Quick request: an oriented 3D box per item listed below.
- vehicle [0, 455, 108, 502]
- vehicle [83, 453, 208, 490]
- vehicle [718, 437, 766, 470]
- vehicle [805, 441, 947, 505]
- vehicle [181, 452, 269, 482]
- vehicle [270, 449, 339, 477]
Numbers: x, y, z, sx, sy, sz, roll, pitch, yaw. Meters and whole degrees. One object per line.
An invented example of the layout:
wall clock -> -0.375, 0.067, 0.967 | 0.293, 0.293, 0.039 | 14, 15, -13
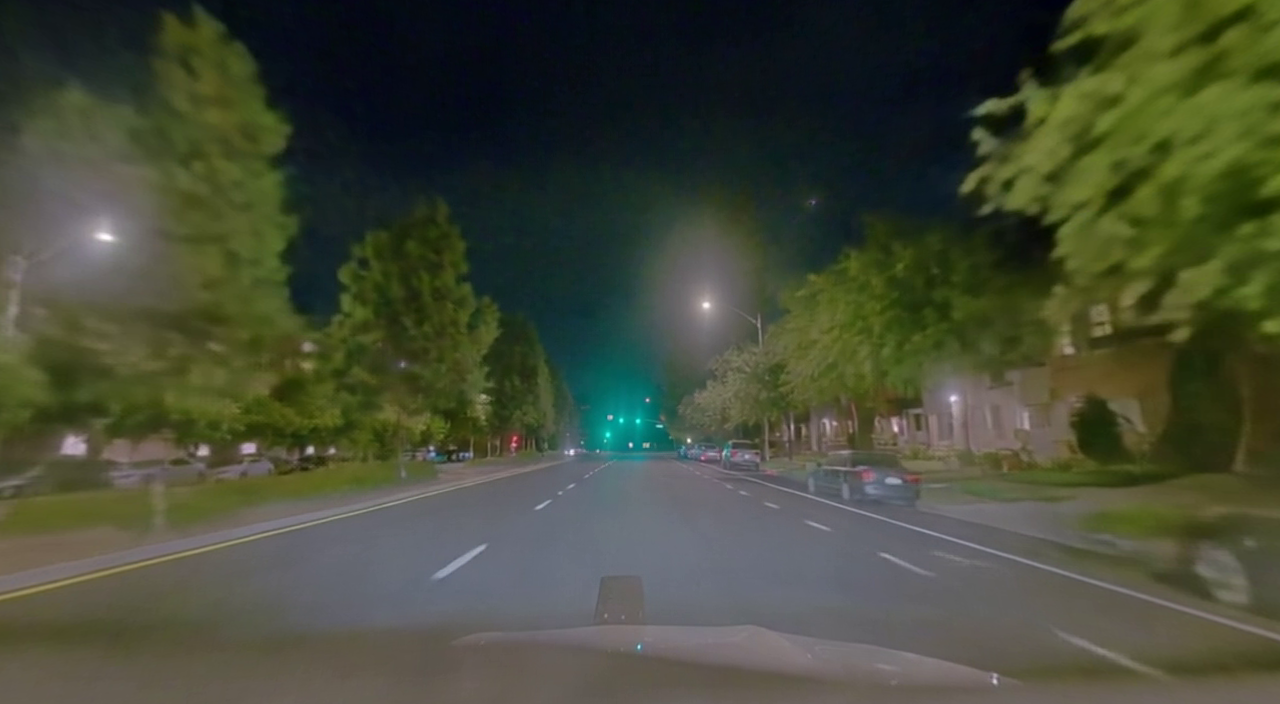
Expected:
vehicle -> -22.212, 4.503, 22.716 | 1.902, 1.478, 4.755 | 1, -9, -3
vehicle -> -22.211, 5.363, 28.507 | 1.810, 1.490, 4.783 | 0, -9, 0
vehicle -> 5.893, 5.936, 36.934 | 2.004, 1.816, 4.585 | 0, -9, -1
vehicle -> 6.114, 3.176, 16.947 | 1.945, 1.481, 4.421 | 1, -9, -3
vehicle -> -22.250, 6.167, 33.895 | 1.785, 1.461, 4.377 | 0, -9, 0
vehicle -> -22.039, 7.273, 41.448 | 1.911, 1.473, 4.610 | -1, -6, 3
